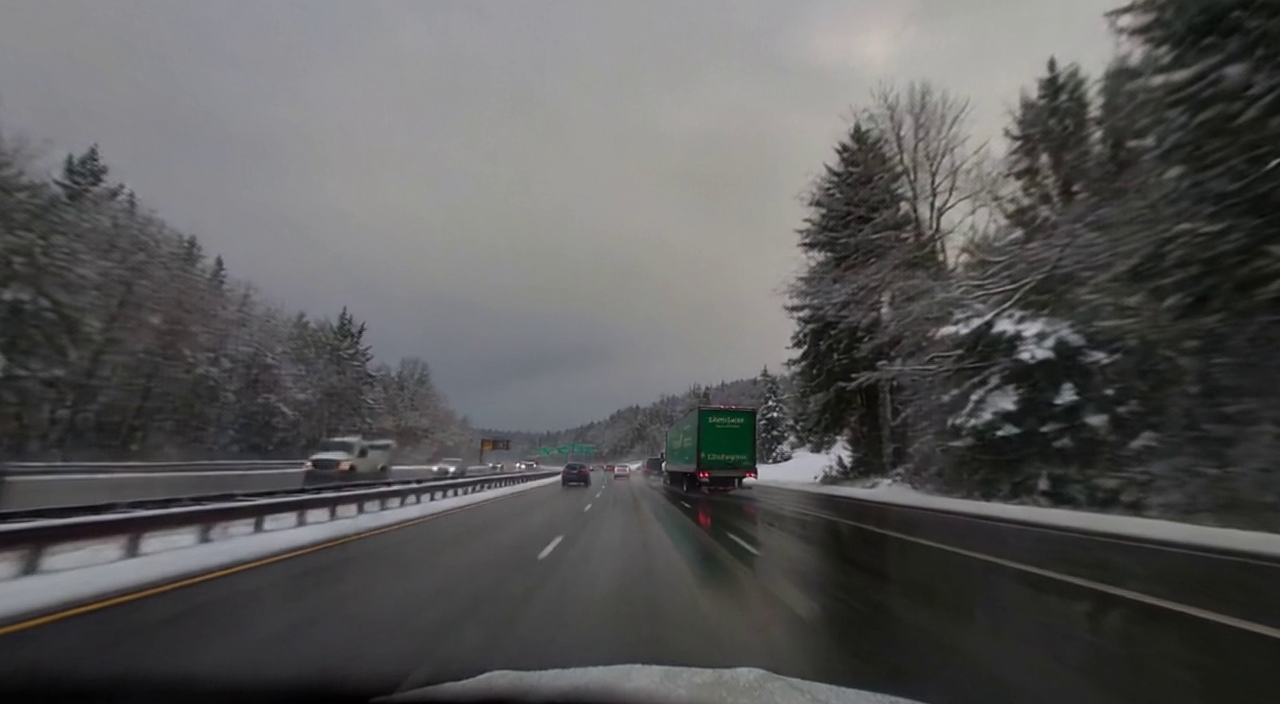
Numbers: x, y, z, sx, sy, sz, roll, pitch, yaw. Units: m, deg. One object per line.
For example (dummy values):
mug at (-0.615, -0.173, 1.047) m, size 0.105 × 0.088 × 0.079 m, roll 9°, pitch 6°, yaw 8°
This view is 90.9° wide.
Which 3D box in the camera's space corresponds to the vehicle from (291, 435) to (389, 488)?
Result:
vehicle at (-16.480, 6.131, 35.154) m, size 2.284 × 2.601 × 6.700 m, roll 1°, pitch -10°, yaw -2°

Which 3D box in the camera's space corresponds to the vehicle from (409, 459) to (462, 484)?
vehicle at (-12.889, 7.582, 40.043) m, size 1.954 × 1.466 × 4.444 m, roll 1°, pitch -10°, yaw -1°

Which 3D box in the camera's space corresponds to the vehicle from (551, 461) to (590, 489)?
vehicle at (-4.479, 8.000, 41.212) m, size 2.155 × 1.667 × 4.615 m, roll 1°, pitch -10°, yaw -2°

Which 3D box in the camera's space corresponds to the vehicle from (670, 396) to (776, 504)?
vehicle at (3.640, 5.183, 32.340) m, size 2.992 × 4.300 × 13.967 m, roll 1°, pitch -10°, yaw -2°
